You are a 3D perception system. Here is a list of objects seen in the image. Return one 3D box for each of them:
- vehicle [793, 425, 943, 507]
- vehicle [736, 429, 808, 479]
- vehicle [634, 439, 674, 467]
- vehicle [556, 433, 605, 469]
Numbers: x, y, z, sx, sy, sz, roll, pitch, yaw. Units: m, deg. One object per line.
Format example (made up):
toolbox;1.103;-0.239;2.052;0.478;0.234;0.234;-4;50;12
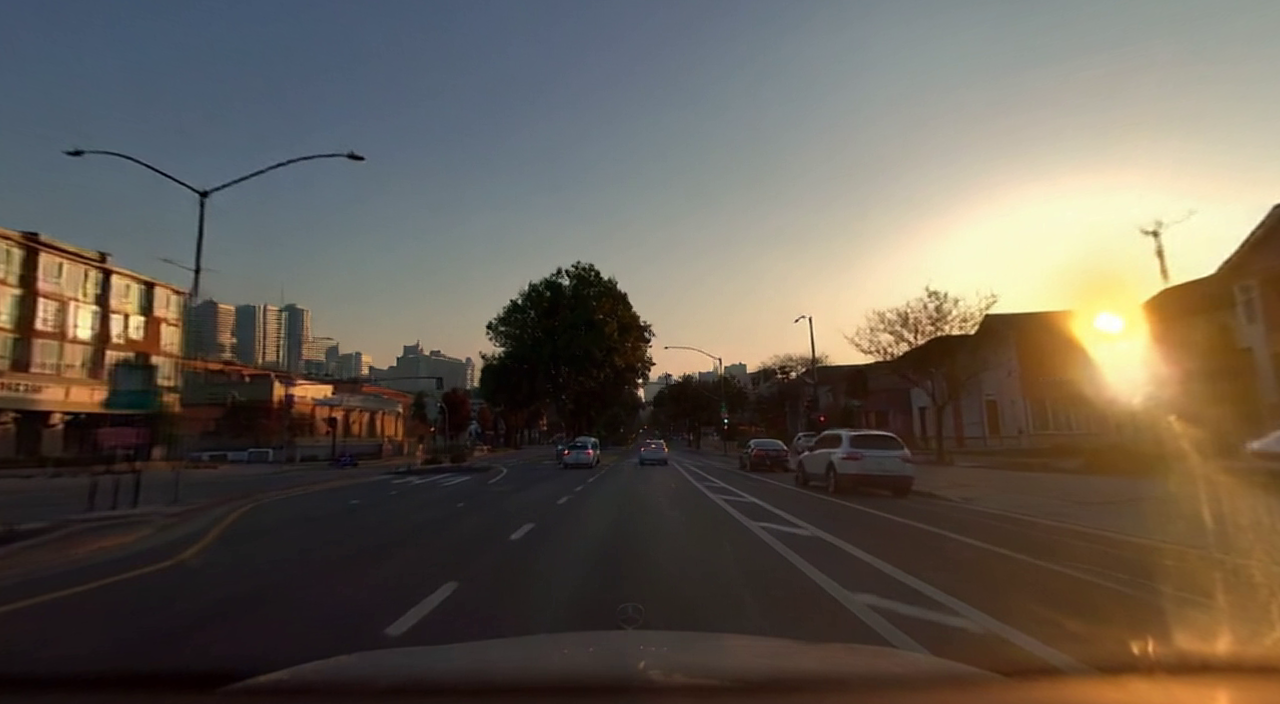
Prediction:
vehicle;5.616;2.820;16.360;2.069;1.776;4.797;0;-7;0
vehicle;5.809;4.495;28.365;2.112;1.966;4.642;-1;-7;-1
vehicle;0.719;5.602;35.061;2.075;1.480;3.920;0;-8;-1
vehicle;-3.067;5.260;33.506;2.150;1.779;4.423;0;-8;1
